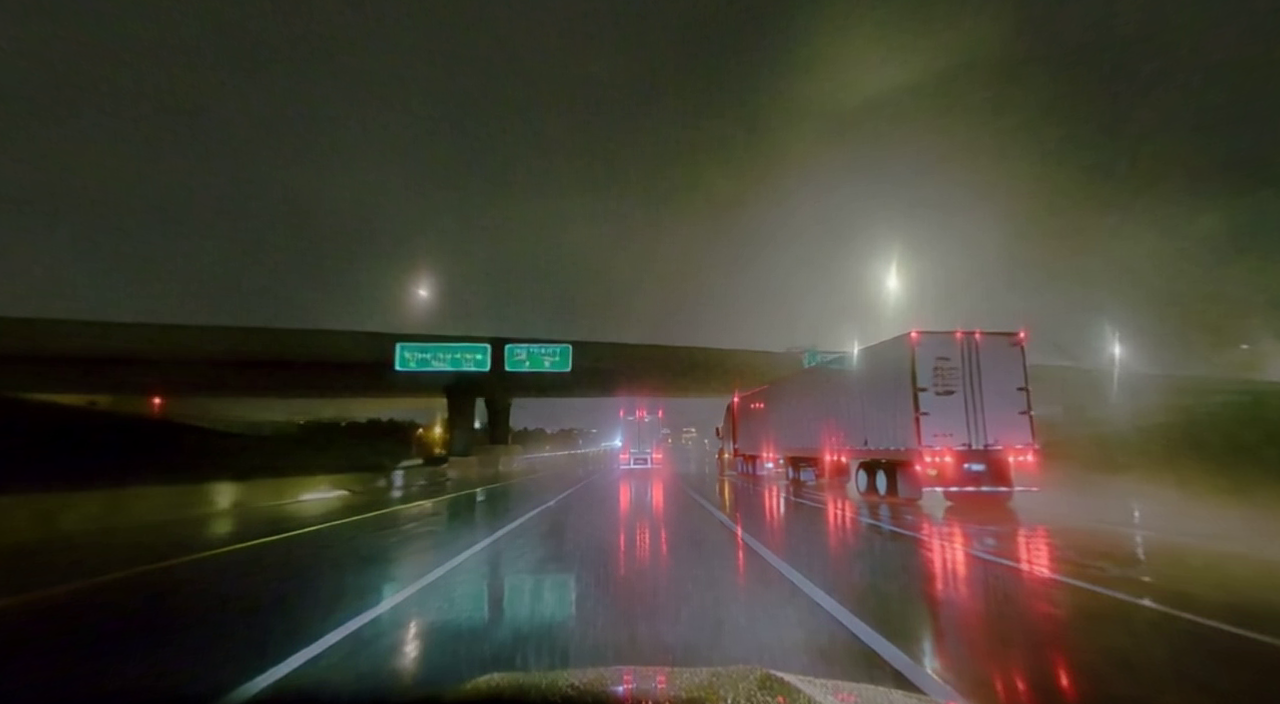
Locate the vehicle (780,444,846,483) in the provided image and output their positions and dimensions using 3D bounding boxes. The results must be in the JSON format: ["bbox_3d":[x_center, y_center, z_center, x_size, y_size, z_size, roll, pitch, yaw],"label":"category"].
[{"bbox_3d":[7.225,4.691,26.702,1.687,1.503,3.688,0,-9,0],"label":"vehicle"}]
